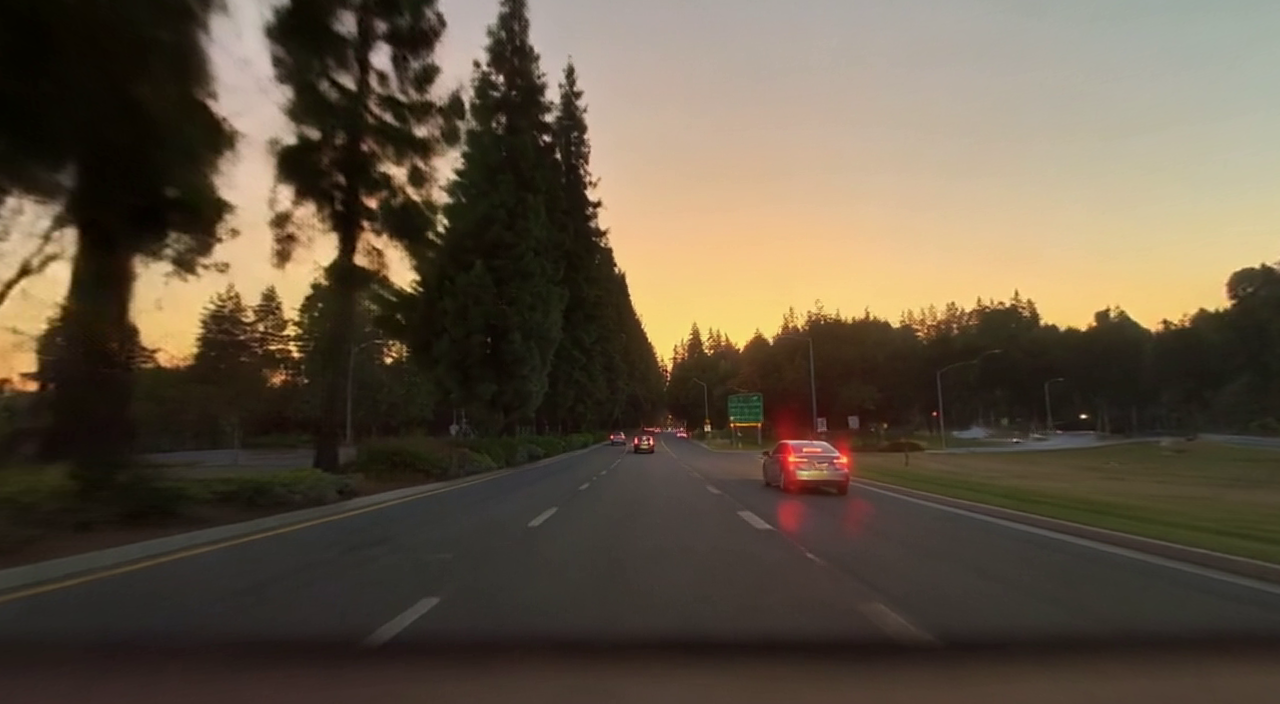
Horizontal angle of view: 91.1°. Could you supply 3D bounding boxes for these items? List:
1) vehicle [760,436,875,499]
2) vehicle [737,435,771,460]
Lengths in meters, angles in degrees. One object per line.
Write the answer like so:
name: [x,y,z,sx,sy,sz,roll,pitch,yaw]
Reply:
vehicle: [4.755,3.154,17.532,1.913,1.516,4.322,0,-8,0]
vehicle: [7.996,6.724,44.339,2.063,1.625,5.102,-1,-8,7]
